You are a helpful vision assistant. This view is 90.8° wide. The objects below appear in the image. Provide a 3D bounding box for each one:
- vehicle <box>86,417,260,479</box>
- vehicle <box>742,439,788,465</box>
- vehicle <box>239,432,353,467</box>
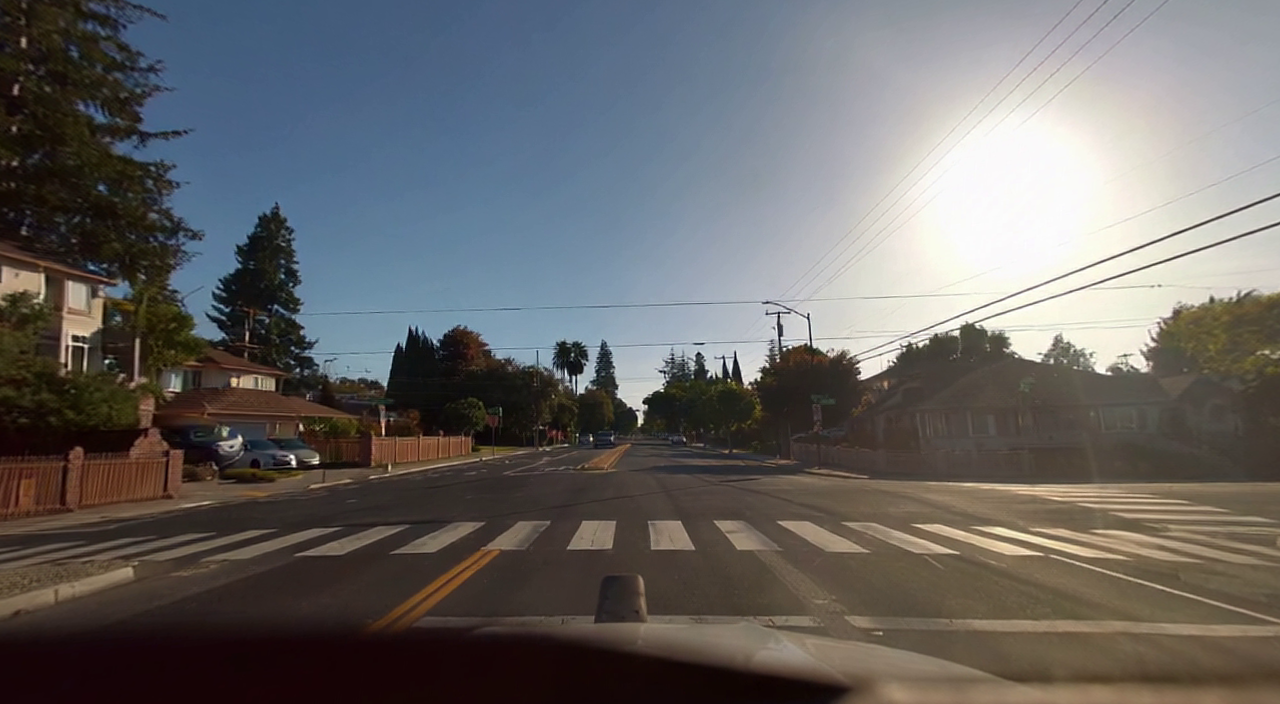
[{"bbox_3d":[-17.929,3.729,24.493,4.800,2.259,2.303,0,-9,-1],"label":"vehicle"},{"bbox_3d":[7.996,6.440,40.874,2.029,1.554,4.705,0,-9,1],"label":"vehicle"},{"bbox_3d":[-17.957,5.121,33.146,4.743,1.734,1.994,0,-9,0],"label":"vehicle"}]
